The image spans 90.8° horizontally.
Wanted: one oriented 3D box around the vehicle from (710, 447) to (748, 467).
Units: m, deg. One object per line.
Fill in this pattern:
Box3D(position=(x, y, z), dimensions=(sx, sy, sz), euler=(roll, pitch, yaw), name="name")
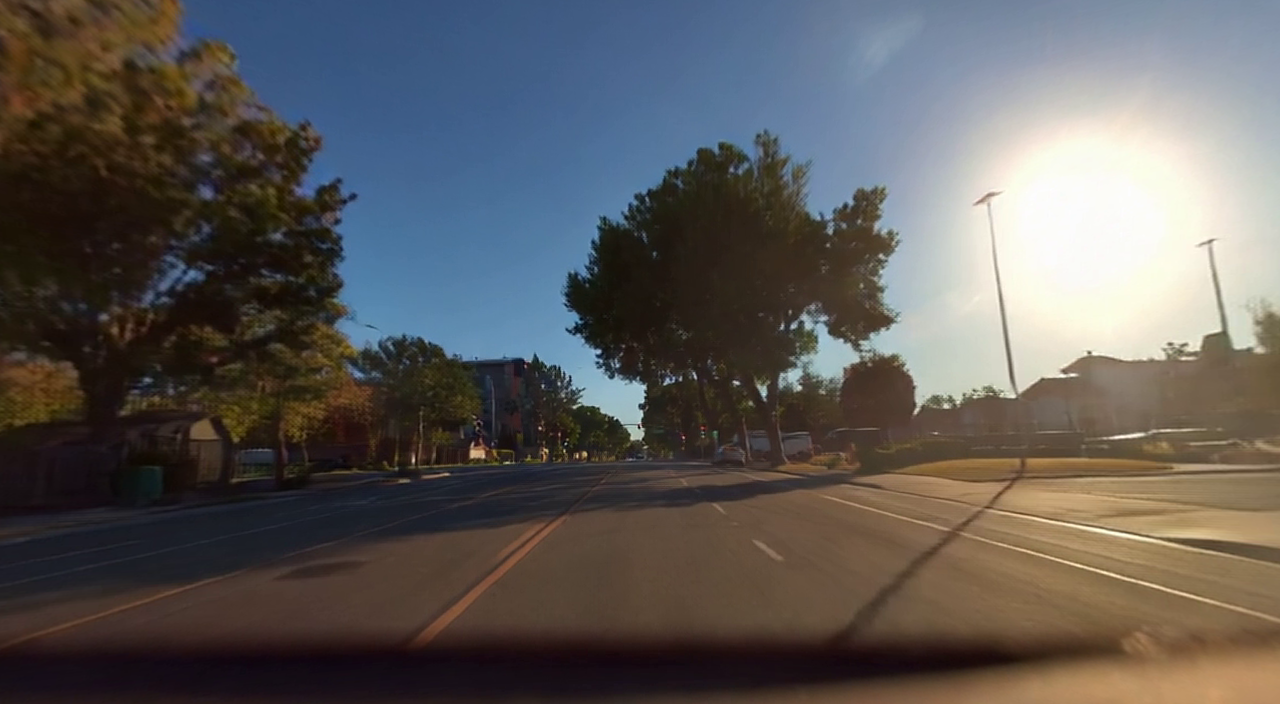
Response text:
Box3D(position=(6.614, 7.847, 47.459), dimensions=(1.993, 1.461, 4.269), euler=(1, -8, -3), name="vehicle")
